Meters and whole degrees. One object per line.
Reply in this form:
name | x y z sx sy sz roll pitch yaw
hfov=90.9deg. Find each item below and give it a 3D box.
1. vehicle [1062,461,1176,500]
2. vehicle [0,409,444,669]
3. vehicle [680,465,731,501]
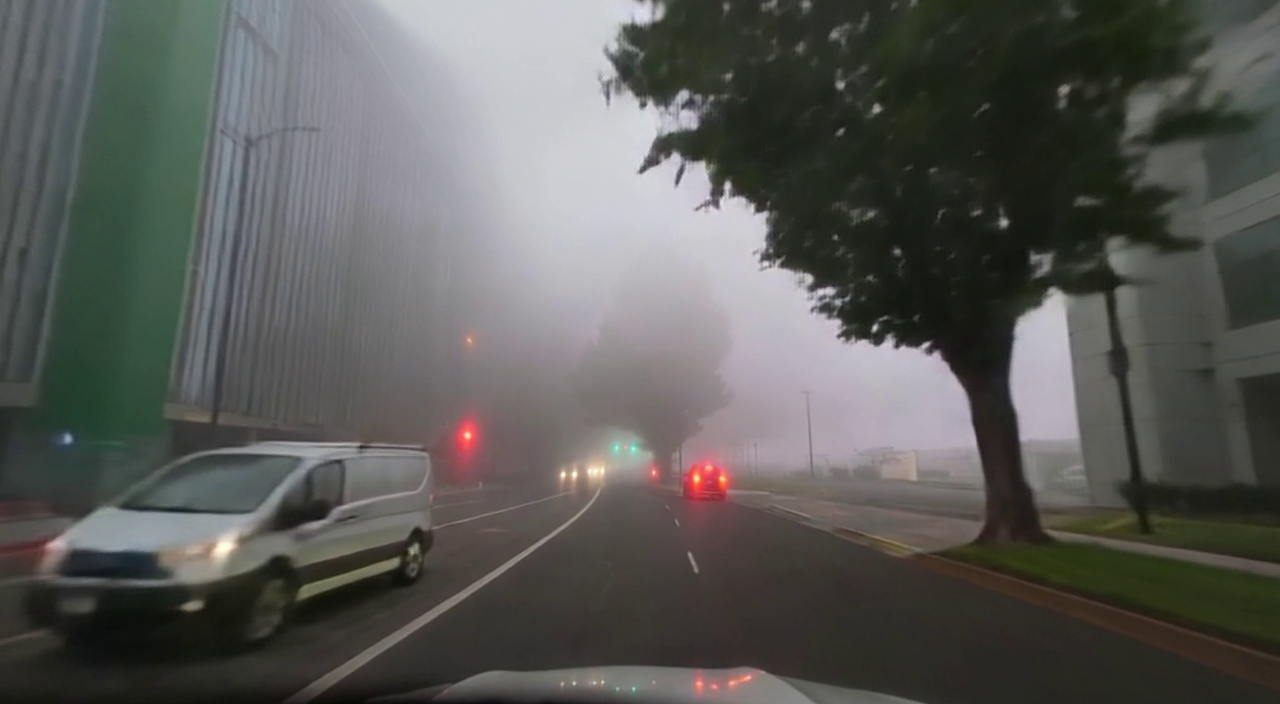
vehicle | 17.569 4.712 23.226 2.767 1.307 1.673 -1 -10 2
vehicle | -3.629 1.601 6.287 1.956 1.680 4.126 0 -10 0
vehicle | 2.889 5.851 28.387 1.899 1.470 3.666 1 -10 0
